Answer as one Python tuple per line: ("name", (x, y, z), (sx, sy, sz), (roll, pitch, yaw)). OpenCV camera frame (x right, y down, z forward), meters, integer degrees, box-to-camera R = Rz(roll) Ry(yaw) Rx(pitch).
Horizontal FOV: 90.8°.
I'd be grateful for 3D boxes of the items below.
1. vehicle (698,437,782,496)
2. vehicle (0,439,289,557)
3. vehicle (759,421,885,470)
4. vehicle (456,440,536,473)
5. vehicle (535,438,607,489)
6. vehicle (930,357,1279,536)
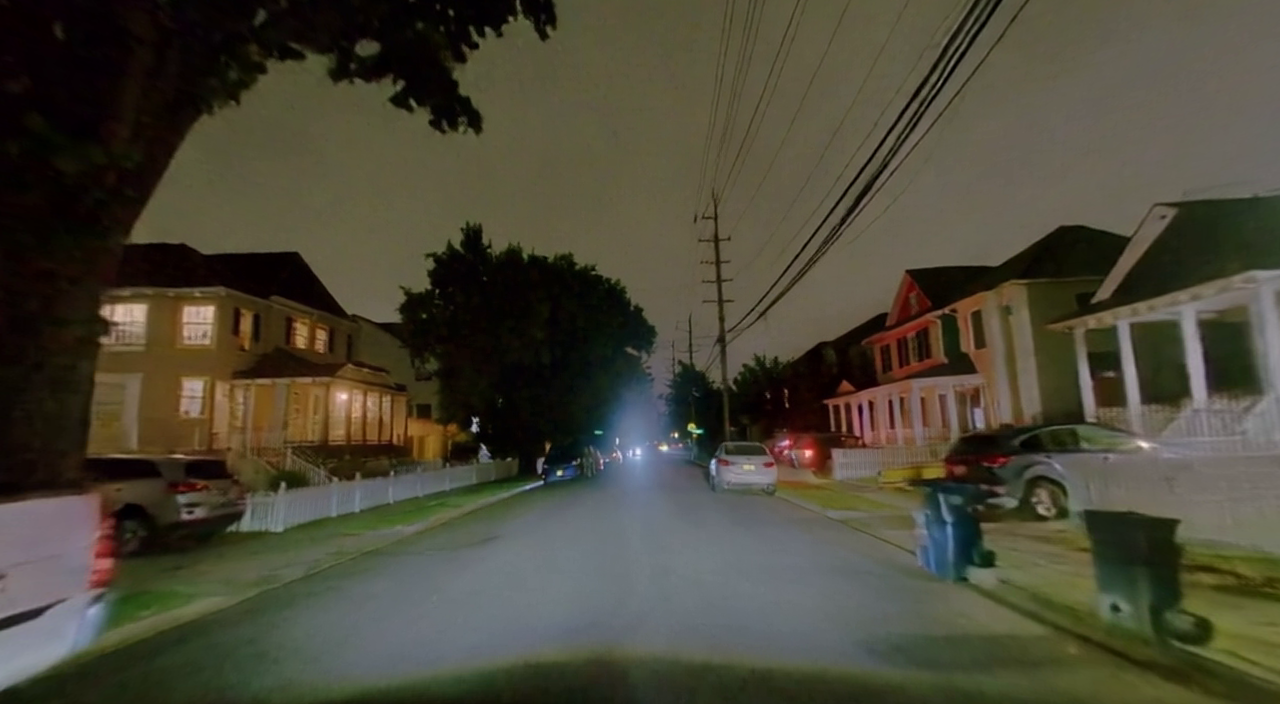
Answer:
("vehicle", (3.083, 3.590, 20.399), (2.043, 1.631, 4.613), (0, -7, 1))
("vehicle", (-9.044, 2.470, 11.144), (4.432, 1.739, 2.097), (0, -5, 1))
("vehicle", (8.494, 4.393, 29.944), (5.274, 2.170, 2.205), (0, -7, -1))
("vehicle", (-8.460, 6.148, 37.331), (4.088, 1.779, 2.109), (0, -5, 4))
("vehicle", (-2.870, 4.737, 27.420), (2.204, 1.655, 4.813), (-8, -8, 1))
("vehicle", (7.453, 1.243, 8.532), (5.974, 2.066, 2.152), (1, -7, 2))
